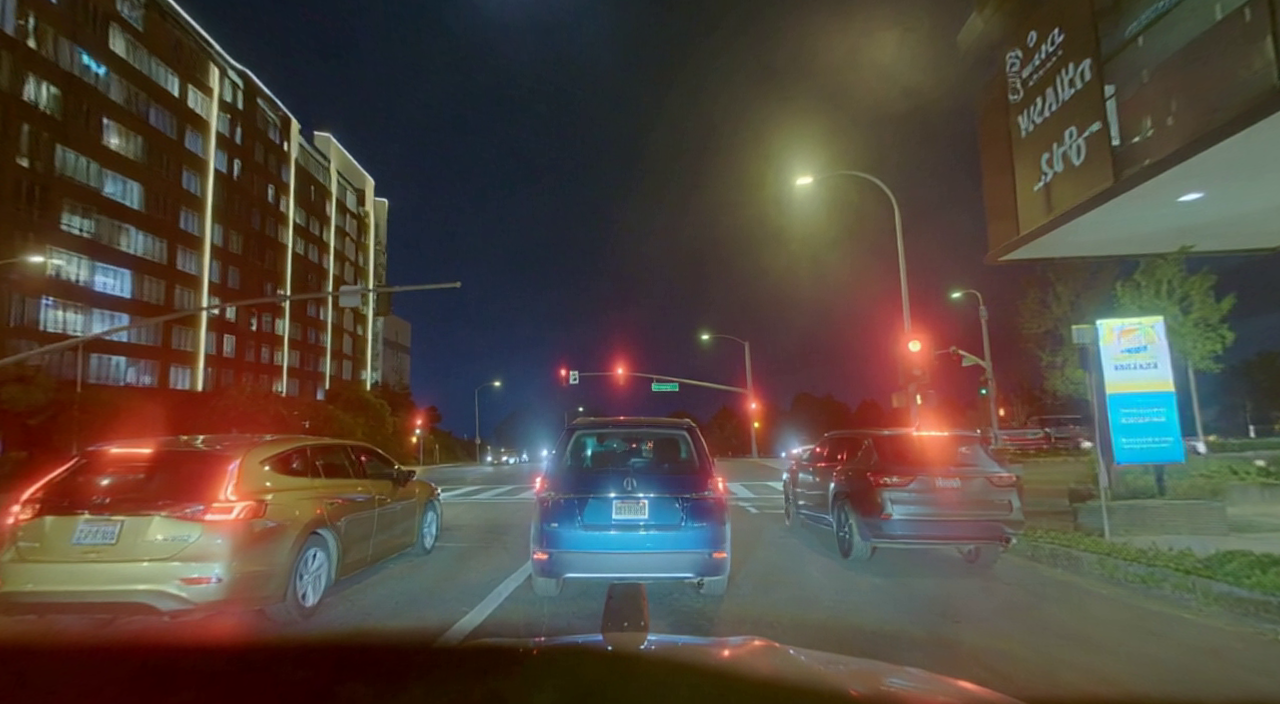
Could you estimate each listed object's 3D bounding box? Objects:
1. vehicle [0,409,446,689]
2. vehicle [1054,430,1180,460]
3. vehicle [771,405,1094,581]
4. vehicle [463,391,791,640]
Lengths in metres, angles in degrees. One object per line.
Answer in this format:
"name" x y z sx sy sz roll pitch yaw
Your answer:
"vehicle" -3.544 1.420 5.825 1.906 1.524 4.547 0 -8 2
"vehicle" 23.916 4.678 31.713 4.723 1.460 1.904 0 -8 0
"vehicle" 3.221 1.662 8.256 2.004 1.646 4.554 0 -8 0
"vehicle" -0.098 1.414 6.439 2.195 1.662 4.262 0 -8 0
